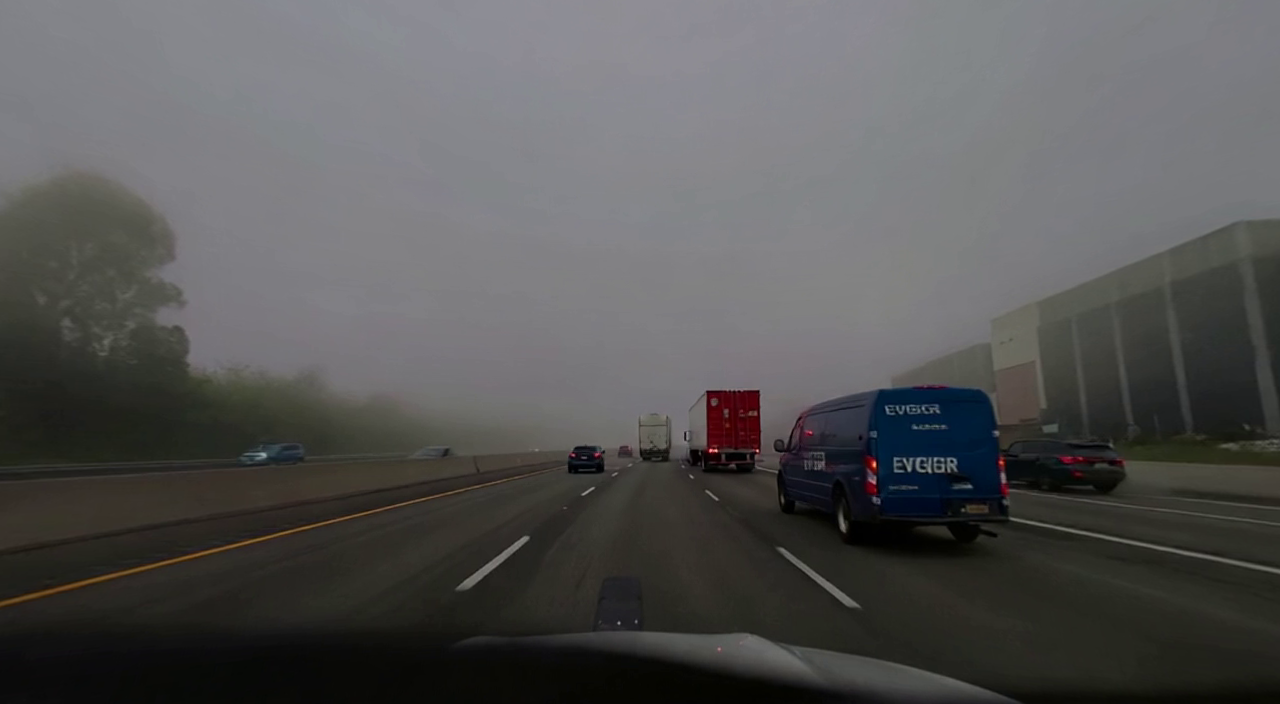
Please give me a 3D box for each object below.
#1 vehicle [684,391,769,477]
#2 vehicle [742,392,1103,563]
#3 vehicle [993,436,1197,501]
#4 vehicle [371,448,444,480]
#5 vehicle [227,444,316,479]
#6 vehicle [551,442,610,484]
[{"bbox_3d":[4.494,4.785,36.210,2.951,3.974,13.340,0,-9,0],"label":"vehicle"},{"bbox_3d":[3.831,1.991,11.043,2.809,1.919,7.507,0,-9,0],"label":"vehicle"},{"bbox_3d":[12.222,3.139,17.521,2.060,1.499,4.683,0,-8,-2],"label":"vehicle"},{"bbox_3d":[-11.683,5.635,32.067,1.988,1.446,4.265,-1,-9,1],"label":"vehicle"},{"bbox_3d":[-21.159,6.273,36.622,2.059,1.865,4.786,0,-9,3],"label":"vehicle"},{"bbox_3d":[-2.238,4.312,24.858,2.024,1.472,4.014,0,-8,-2],"label":"vehicle"}]
